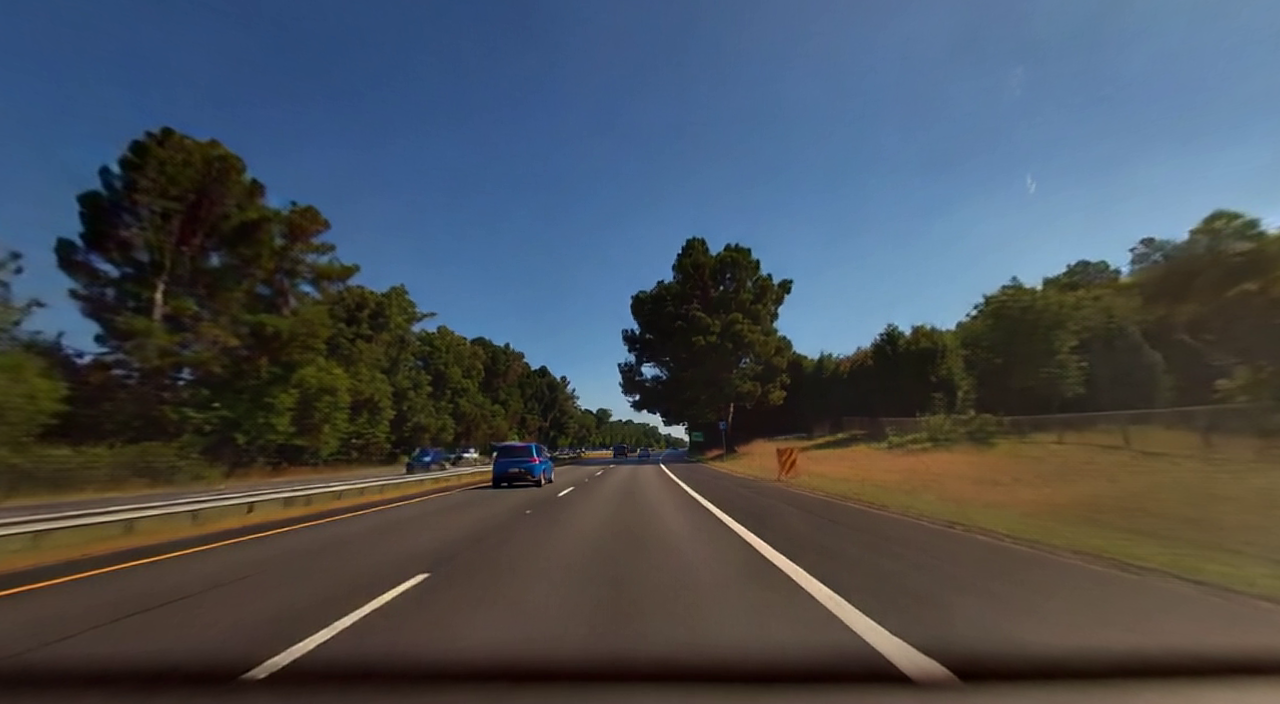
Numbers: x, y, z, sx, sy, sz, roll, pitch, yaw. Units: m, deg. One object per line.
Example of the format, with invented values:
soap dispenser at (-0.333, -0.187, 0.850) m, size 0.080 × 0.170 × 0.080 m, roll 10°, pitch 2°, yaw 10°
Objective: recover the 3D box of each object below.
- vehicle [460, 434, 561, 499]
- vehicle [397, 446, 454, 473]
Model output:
vehicle at (-3.800, 3.454, 19.468) m, size 2.110 × 1.727 × 4.607 m, roll 0°, pitch -9°, yaw 1°
vehicle at (-12.714, 6.362, 37.644) m, size 1.882 × 1.482 × 4.100 m, roll 0°, pitch -9°, yaw 1°
